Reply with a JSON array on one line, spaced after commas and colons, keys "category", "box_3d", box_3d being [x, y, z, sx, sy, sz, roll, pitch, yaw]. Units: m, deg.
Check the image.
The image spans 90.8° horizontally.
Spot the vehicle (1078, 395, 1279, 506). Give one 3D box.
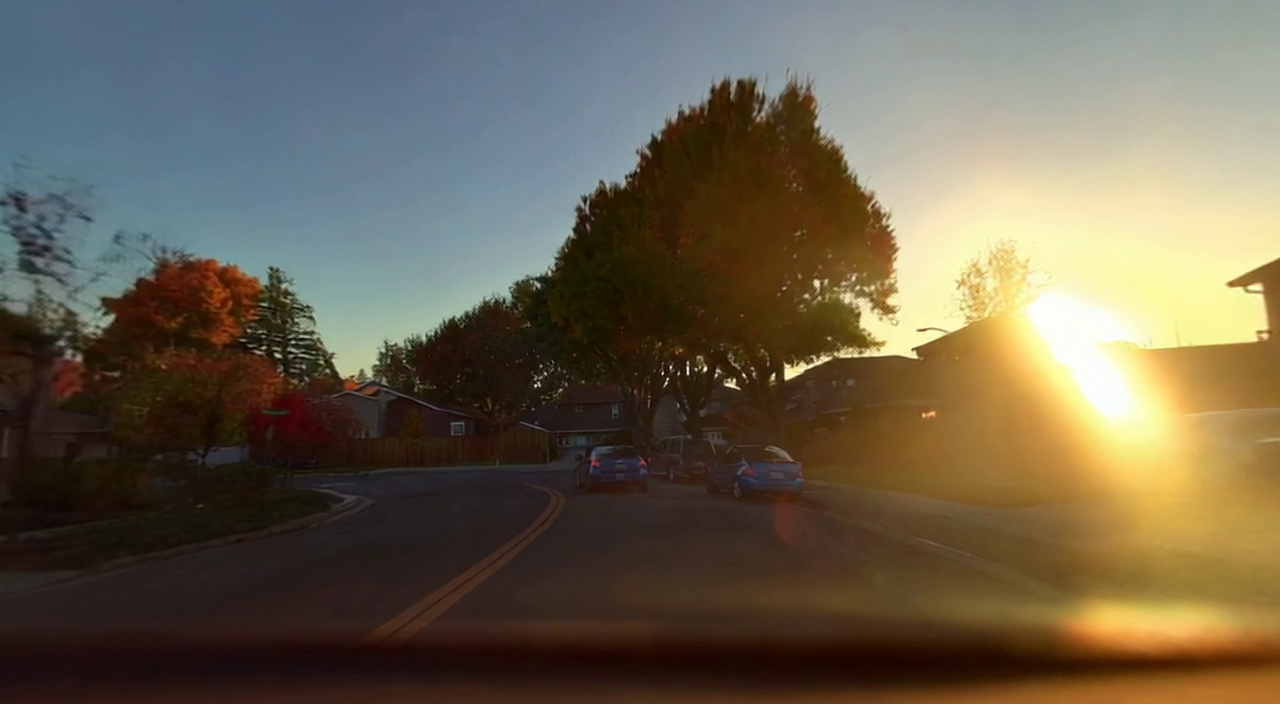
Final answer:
[{"category": "vehicle", "box_3d": [10.205, 1.633, 10.566, 4.599, 1.599, 1.926, 1, -10, -11]}]

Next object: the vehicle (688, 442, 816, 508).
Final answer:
[{"category": "vehicle", "box_3d": [2.734, 3.131, 16.634, 2.089, 1.462, 4.529, 1, -9, -6]}]

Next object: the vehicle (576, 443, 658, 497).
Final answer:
[{"category": "vehicle", "box_3d": [-0.839, 3.566, 19.502, 2.192, 1.474, 4.192, 1, -9, -7]}]
